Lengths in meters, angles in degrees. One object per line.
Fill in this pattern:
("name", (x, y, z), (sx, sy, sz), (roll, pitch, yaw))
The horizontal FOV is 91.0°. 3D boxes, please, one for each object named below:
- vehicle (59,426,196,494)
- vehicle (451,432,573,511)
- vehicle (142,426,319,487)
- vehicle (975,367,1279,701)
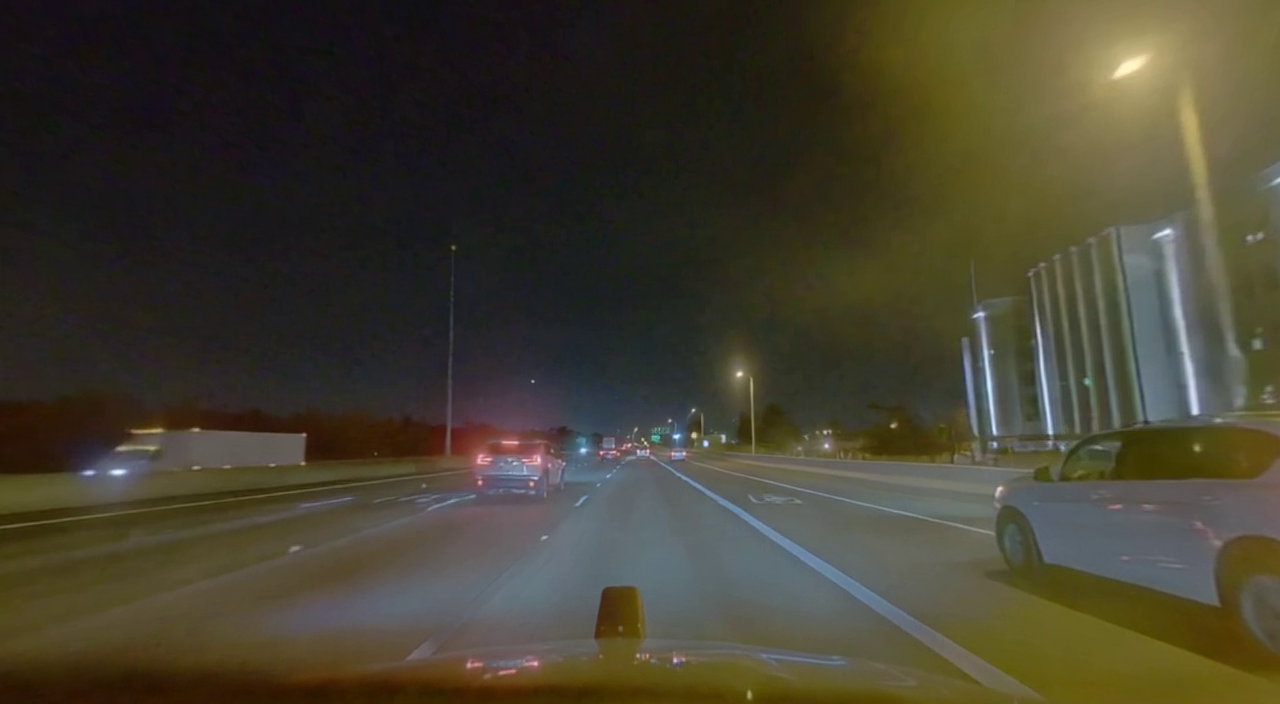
("vehicle", (-31.076, 6.554, 38.592), (3.060, 3.727, 5.991), (0, -9, 1))
("vehicle", (-3.107, 3.025, 16.443), (2.075, 1.721, 4.763), (0, -9, 1))
("vehicle", (-31.104, 8.107, 49.649), (2.891, 3.951, 16.525), (0, -9, 0))
("vehicle", (4.433, 1.033, 3.844), (2.170, 1.733, 4.631), (0, -9, 0))
